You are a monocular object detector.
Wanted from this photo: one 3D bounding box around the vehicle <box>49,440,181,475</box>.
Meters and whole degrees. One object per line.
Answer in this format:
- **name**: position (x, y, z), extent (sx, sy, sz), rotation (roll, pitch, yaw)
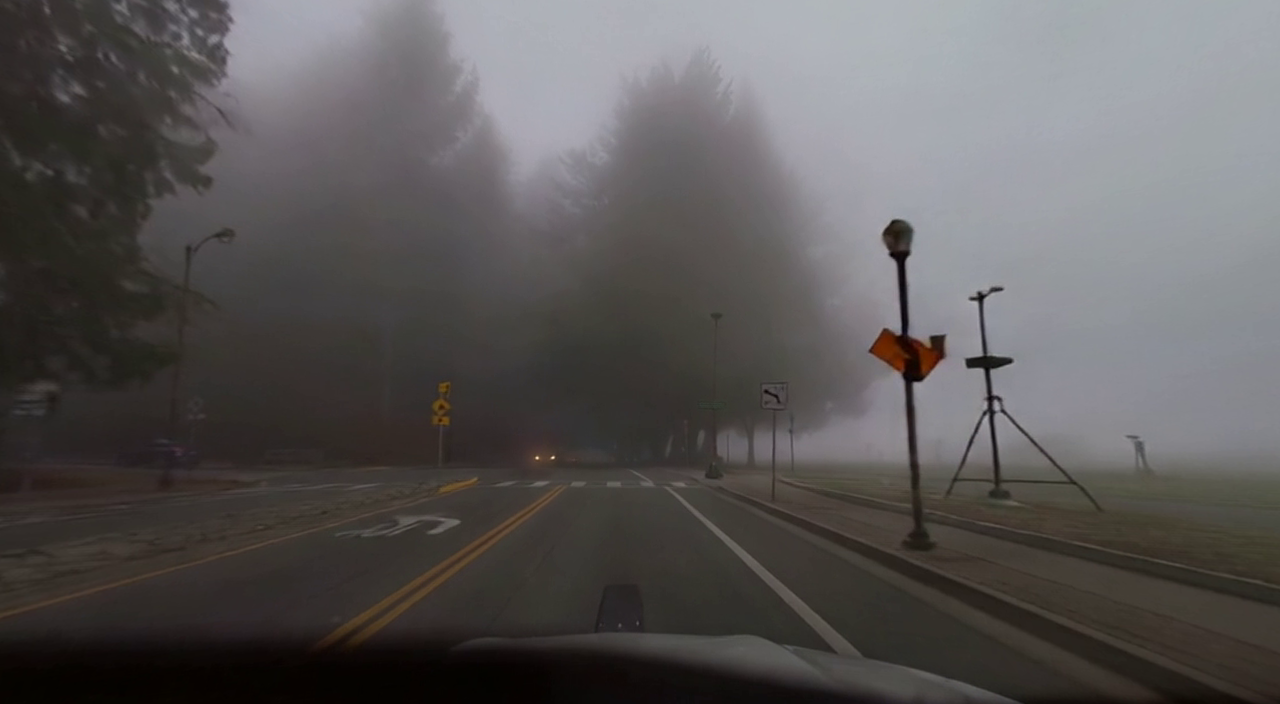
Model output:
- **vehicle**: position (-24.483, 4.915, 29.561), extent (4.534, 1.488, 1.930), rotation (-1, -8, 3)
